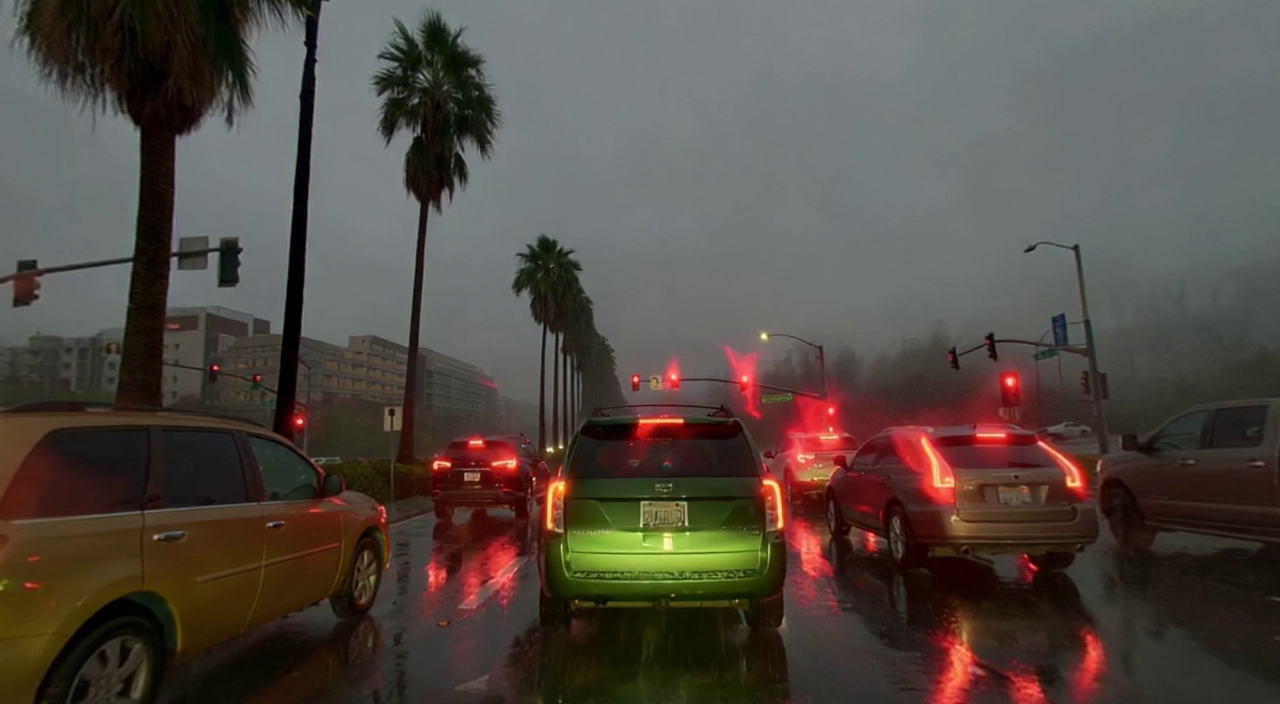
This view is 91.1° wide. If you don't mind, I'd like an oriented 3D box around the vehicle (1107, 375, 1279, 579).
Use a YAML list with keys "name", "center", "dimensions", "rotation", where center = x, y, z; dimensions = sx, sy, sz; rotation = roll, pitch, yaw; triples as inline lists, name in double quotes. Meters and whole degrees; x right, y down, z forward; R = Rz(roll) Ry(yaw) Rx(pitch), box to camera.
- name: "vehicle"
  center: [7.273, 1.082, 5.259]
  dimensions: [2.337, 1.925, 5.728]
  rotation: [0, -9, 1]

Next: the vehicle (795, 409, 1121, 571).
- name: "vehicle"
  center: [4.011, 1.848, 9.290]
  dimensions: [2.072, 1.704, 5.170]
  rotation: [0, -9, -1]

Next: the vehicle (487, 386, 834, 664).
- name: "vehicle"
  center: [0.154, 1.371, 6.013]
  dimensions: [2.123, 1.704, 4.128]
  rotation: [0, -9, 1]

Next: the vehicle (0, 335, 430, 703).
- name: "vehicle"
  center: [-3.156, 1.085, 3.891]
  dimensions: [2.171, 1.702, 4.416]
  rotation: [0, -9, 0]
